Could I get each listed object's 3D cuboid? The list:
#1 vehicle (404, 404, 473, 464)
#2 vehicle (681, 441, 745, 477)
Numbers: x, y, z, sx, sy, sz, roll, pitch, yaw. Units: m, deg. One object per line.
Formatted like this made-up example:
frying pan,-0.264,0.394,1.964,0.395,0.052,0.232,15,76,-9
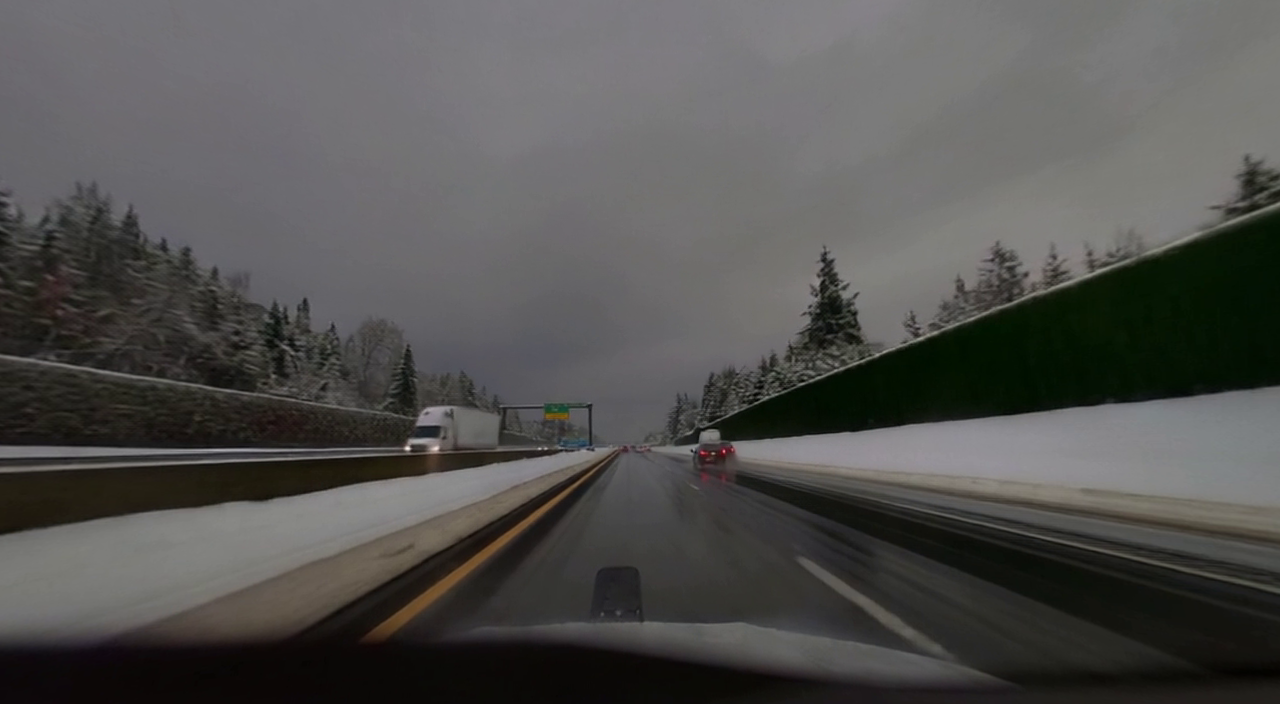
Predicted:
vehicle,-14.241,5.909,44.821,2.974,3.986,5.874,0,-8,-1
vehicle,3.291,4.939,29.117,2.244,1.498,4.338,0,-9,-3
